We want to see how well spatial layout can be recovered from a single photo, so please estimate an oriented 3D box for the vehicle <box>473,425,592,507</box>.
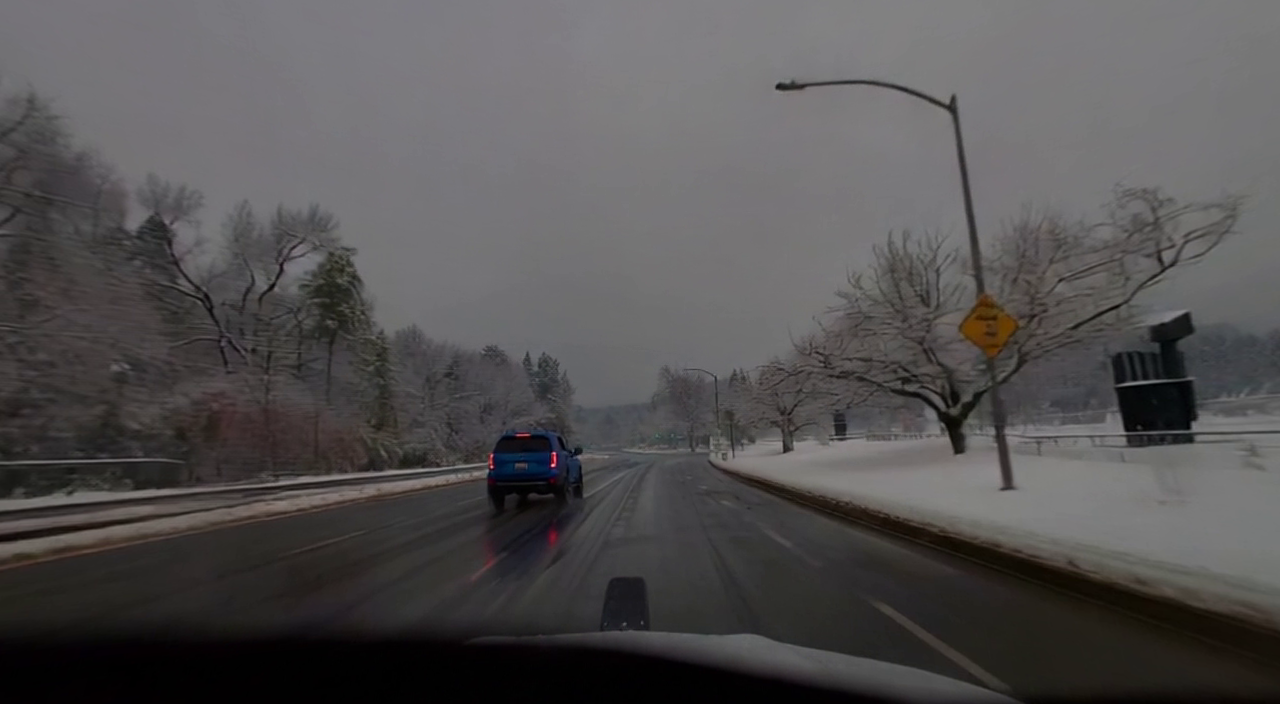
[{"bbox_3d":[-2.670,2.999,16.991,2.160,1.855,4.695,-1,-9,3],"label":"vehicle"}]
